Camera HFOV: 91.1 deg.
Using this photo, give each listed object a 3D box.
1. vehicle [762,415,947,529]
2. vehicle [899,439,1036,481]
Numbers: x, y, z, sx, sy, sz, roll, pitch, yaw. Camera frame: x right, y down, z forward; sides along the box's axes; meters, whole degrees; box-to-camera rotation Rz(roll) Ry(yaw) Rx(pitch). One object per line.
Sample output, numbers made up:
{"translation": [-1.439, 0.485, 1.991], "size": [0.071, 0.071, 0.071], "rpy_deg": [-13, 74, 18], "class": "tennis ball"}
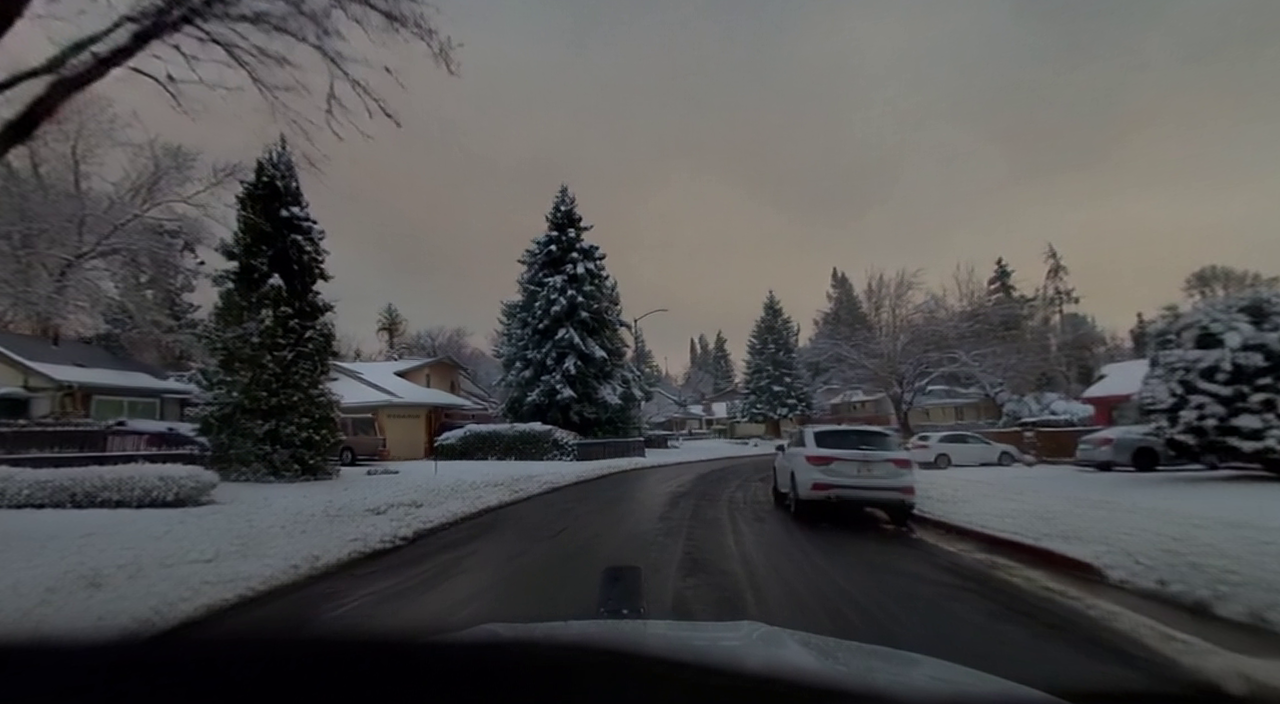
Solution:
{"translation": [3.789, 2.207, 12.129], "size": [2.163, 1.760, 4.591], "rpy_deg": [0, -8, 3], "class": "vehicle"}
{"translation": [12.697, 4.209, 24.675], "size": [4.457, 1.510, 1.762], "rpy_deg": [-3, -9, 19], "class": "vehicle"}
